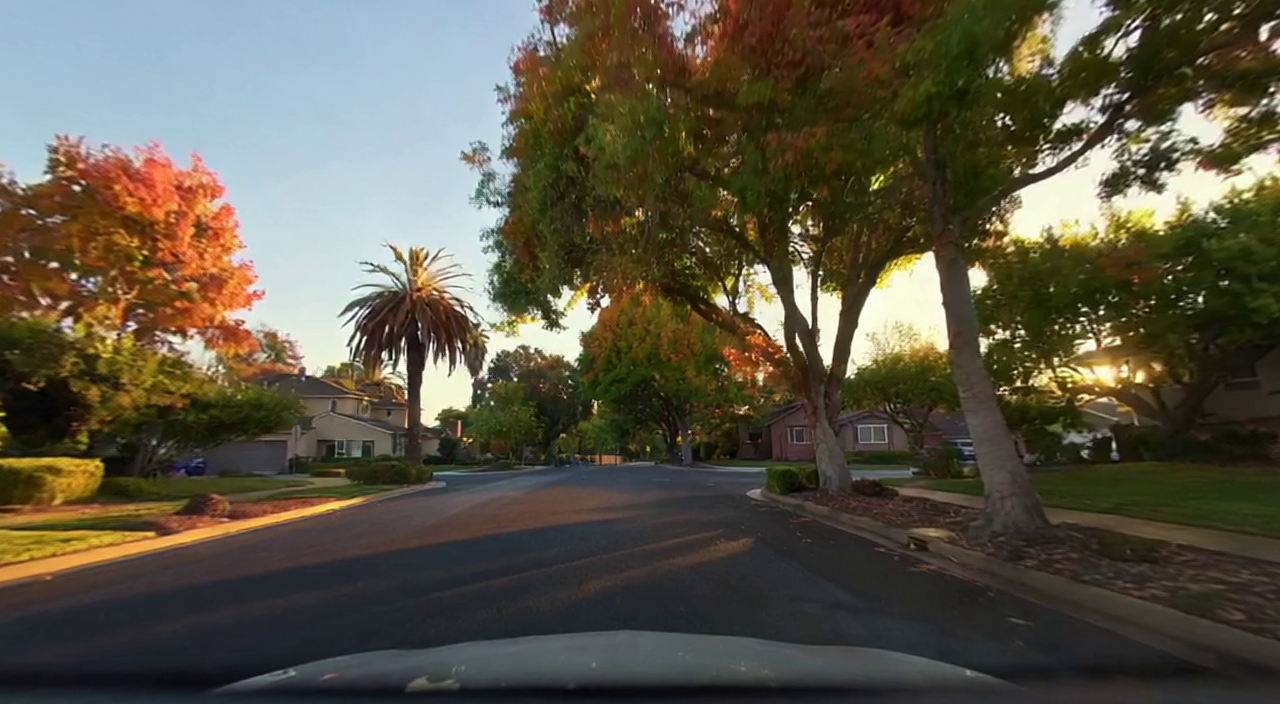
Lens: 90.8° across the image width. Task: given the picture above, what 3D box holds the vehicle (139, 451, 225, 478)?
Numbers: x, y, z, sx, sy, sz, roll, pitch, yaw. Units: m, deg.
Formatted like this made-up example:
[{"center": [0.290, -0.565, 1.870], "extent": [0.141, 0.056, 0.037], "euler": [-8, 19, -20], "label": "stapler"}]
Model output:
[{"center": [-30.189, 7.477, 41.764], "extent": [4.023, 1.692, 2.024], "euler": [0, -11, -2], "label": "vehicle"}]
